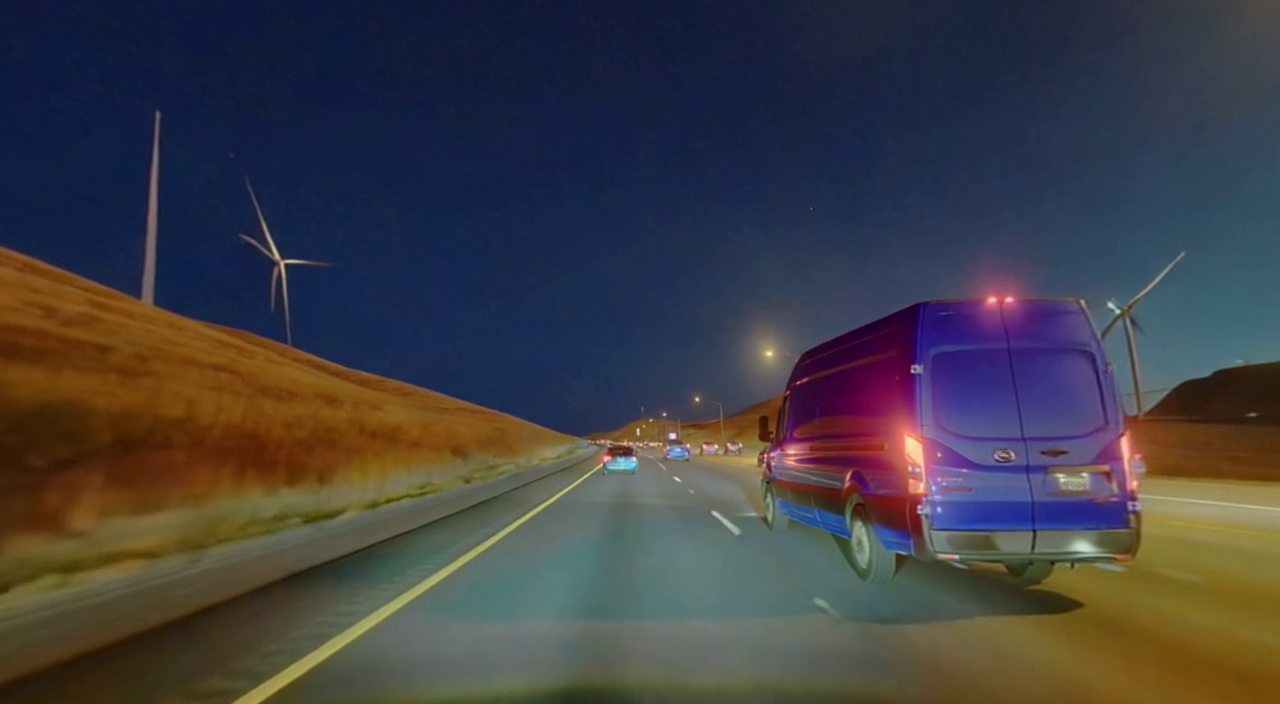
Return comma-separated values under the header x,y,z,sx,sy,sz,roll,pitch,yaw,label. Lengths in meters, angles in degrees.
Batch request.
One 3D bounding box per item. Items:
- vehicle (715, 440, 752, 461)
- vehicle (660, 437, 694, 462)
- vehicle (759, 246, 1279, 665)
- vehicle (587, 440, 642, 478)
x,y,z,sx,sy,sz,roll,pitch,yaw,label
6.762,7.161,45.972,1.858,1.475,4.421,0,-8,-2,vehicle
2.633,6.977,45.463,2.108,1.717,3.996,0,-8,-1,vehicle
3.058,1.012,6.866,2.365,2.630,5.754,0,-8,0,vehicle
-1.009,4.395,26.280,2.082,1.445,3.826,0,-8,-1,vehicle
